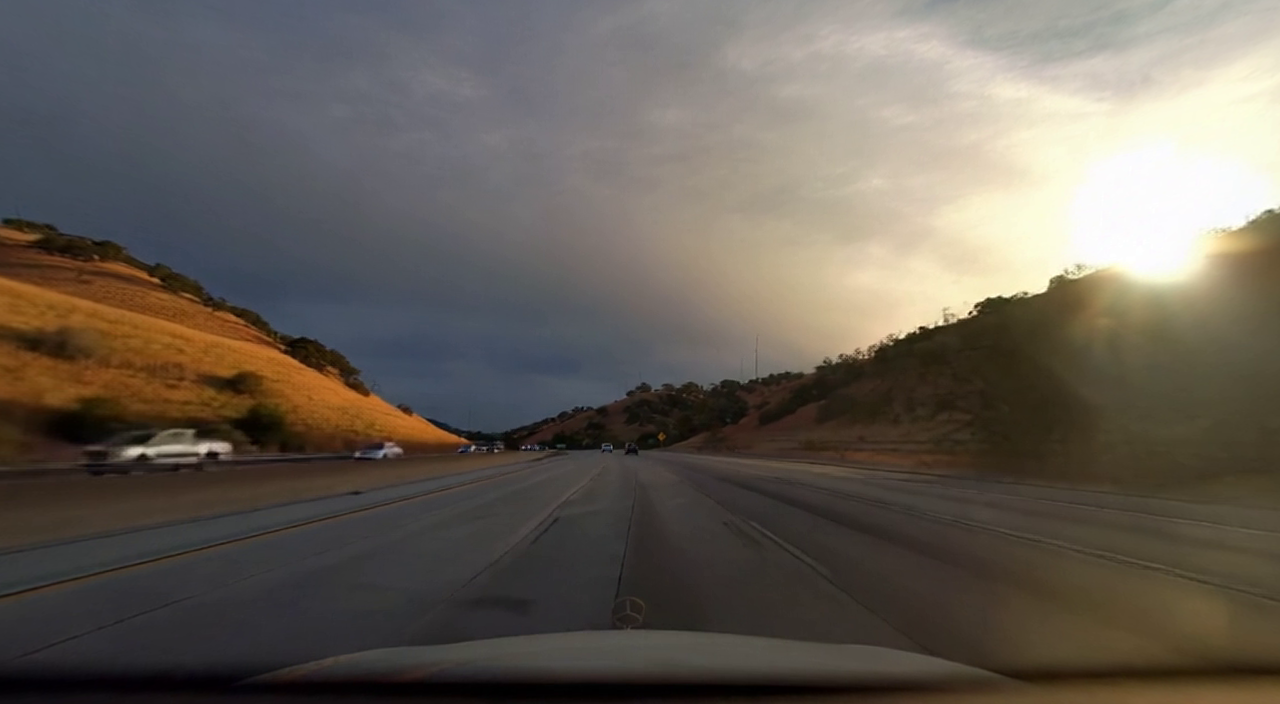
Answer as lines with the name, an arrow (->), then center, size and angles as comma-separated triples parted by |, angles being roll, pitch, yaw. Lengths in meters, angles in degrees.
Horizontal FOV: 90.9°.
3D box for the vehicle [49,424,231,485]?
vehicle -> -18.695, 3.873, 24.134 | 2.244, 2.010, 5.768 | 0, -8, 0
